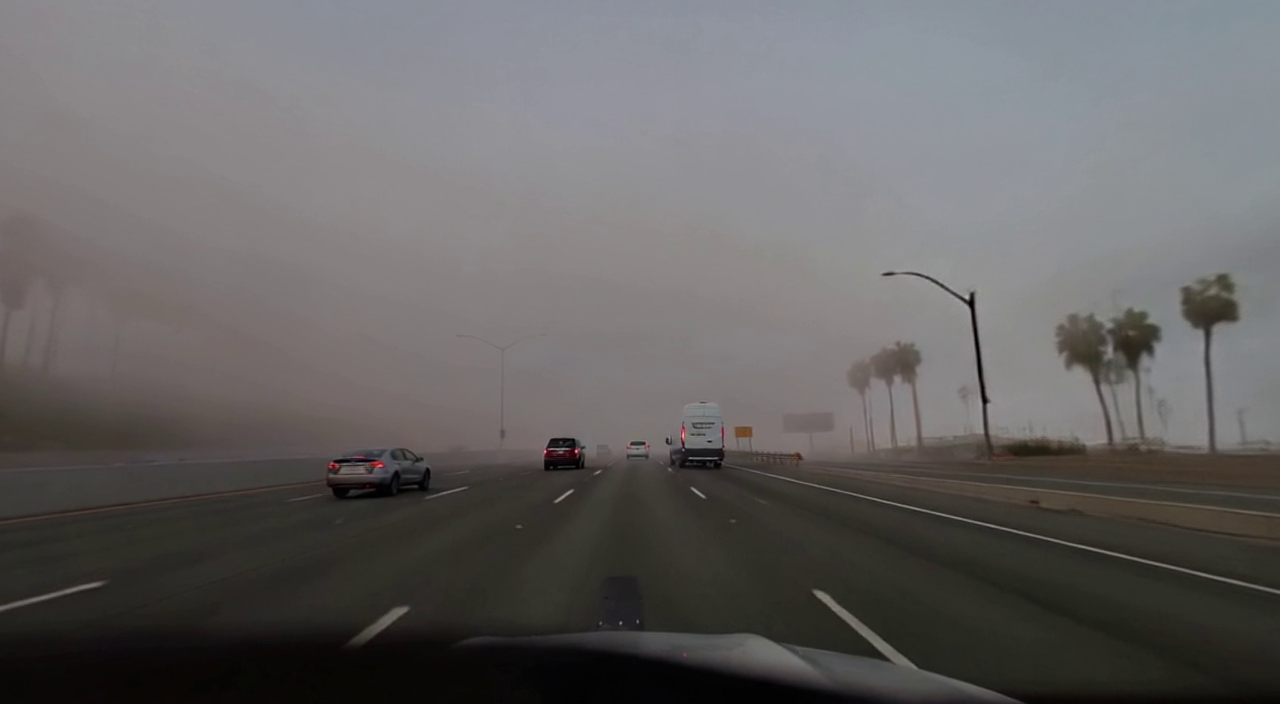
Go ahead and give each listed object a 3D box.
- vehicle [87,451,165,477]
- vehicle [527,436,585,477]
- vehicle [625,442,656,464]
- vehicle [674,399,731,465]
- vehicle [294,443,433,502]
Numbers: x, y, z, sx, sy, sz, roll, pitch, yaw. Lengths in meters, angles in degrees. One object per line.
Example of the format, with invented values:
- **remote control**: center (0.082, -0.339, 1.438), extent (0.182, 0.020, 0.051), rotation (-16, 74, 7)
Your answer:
- **vehicle**: center (-31.954, 6.960, 39.264), extent (1.675, 1.470, 3.669), rotation (0, -9, 1)
- **vehicle**: center (-3.666, 4.656, 28.170), extent (2.017, 1.683, 4.094), rotation (0, -9, 0)
- **vehicle**: center (0.035, 7.263, 45.517), extent (2.085, 1.507, 4.096), rotation (0, -9, 0)
- **vehicle**: center (4.041, 5.505, 42.553), extent (3.086, 3.984, 8.371), rotation (0, -9, 1)
- **vehicle**: center (-7.800, 3.410, 18.335), extent (2.050, 1.487, 4.372), rotation (0, -9, 0)
